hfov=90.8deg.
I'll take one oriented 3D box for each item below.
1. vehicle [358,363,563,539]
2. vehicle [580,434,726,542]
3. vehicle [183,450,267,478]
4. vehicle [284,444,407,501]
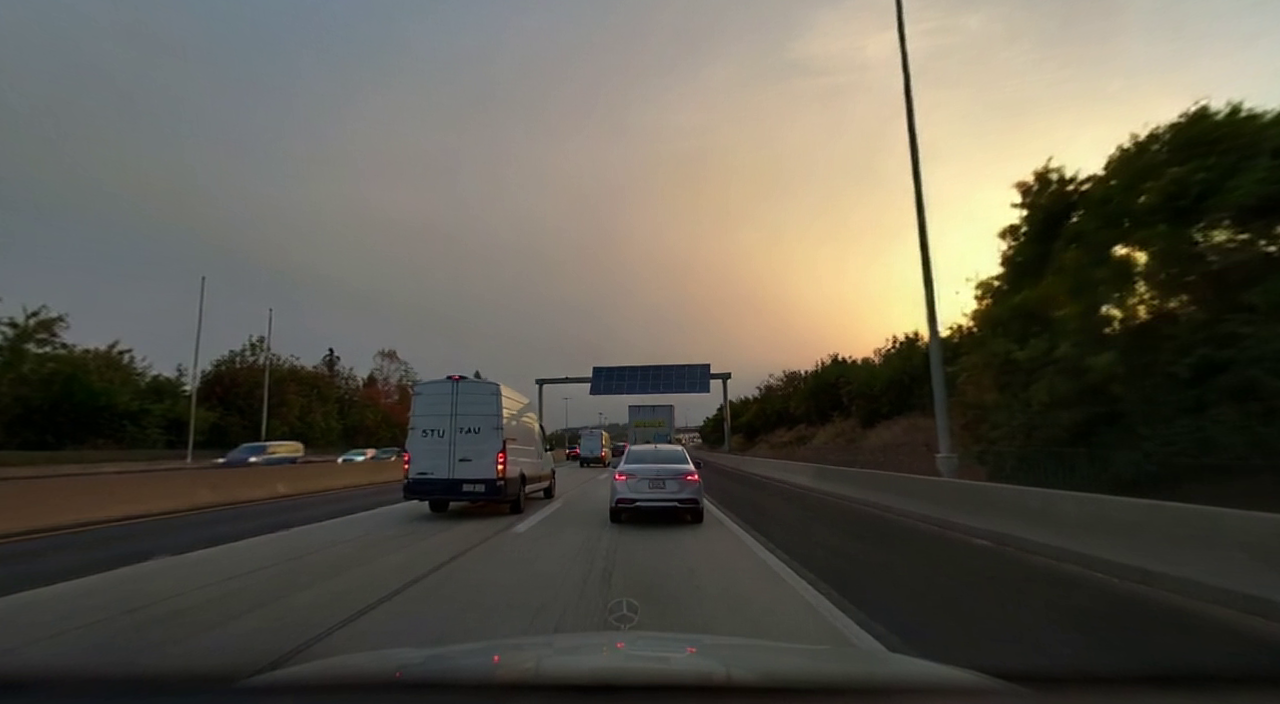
[{"bbox_3d":[-3.231,2.064,13.384,2.289,2.757,6.726,0,-9,1],"label":"vehicle"},{"bbox_3d":[0.173,2.194,10.732,2.063,1.507,3.488,0,-9,0],"label":"vehicle"},{"bbox_3d":[-22.987,6.219,35.154,1.790,1.438,4.160,0,-9,1],"label":"vehicle"},{"bbox_3d":[-8.477,3.476,18.527,1.876,1.482,3.539,0,-9,0],"label":"vehicle"}]
